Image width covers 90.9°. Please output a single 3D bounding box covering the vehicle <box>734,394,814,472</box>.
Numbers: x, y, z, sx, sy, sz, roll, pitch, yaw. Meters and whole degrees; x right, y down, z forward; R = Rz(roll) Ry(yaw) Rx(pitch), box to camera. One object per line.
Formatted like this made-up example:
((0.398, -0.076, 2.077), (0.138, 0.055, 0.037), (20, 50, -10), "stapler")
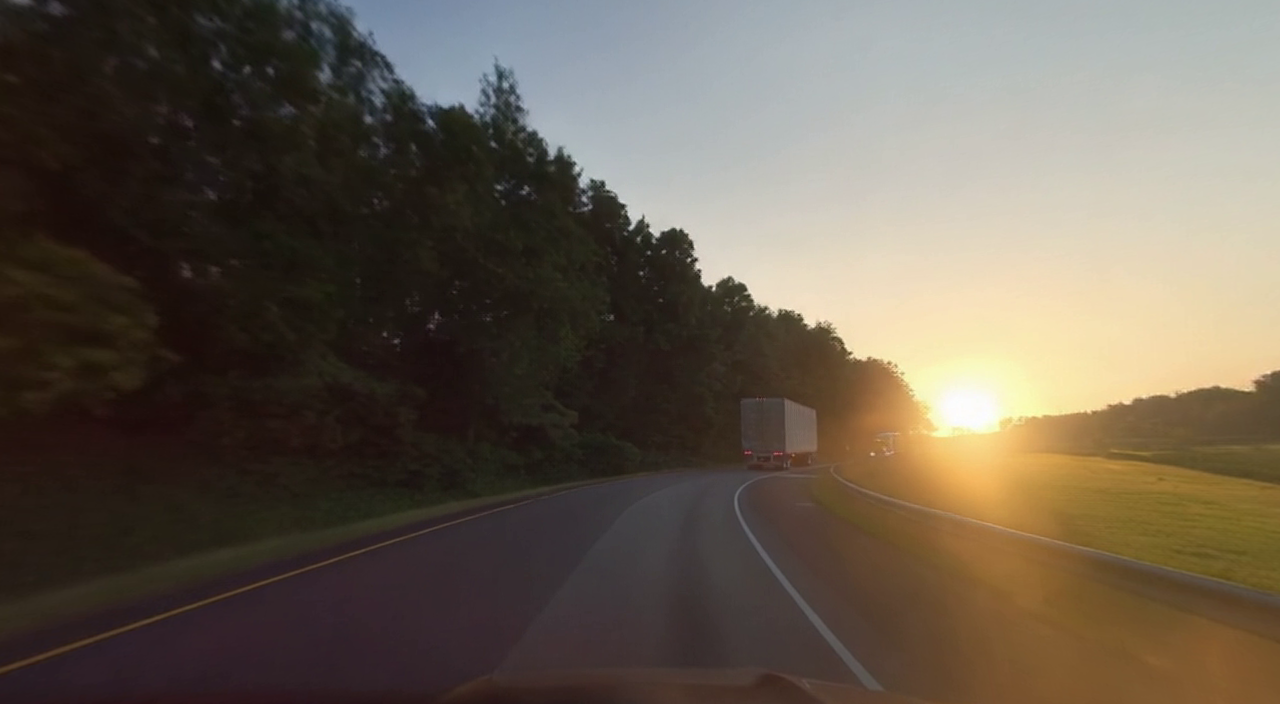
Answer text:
((9.052, 5.442, 40.847), (3.087, 4.178, 13.682), (-3, -9, 20), "vehicle")
